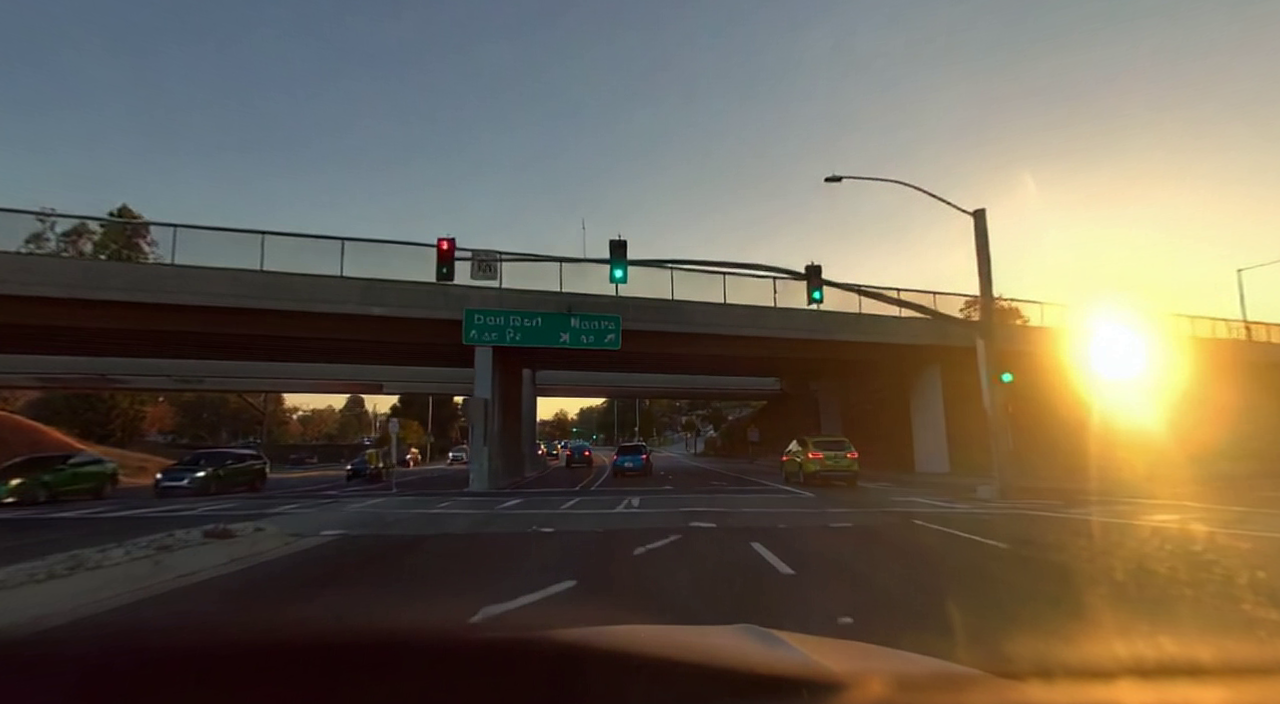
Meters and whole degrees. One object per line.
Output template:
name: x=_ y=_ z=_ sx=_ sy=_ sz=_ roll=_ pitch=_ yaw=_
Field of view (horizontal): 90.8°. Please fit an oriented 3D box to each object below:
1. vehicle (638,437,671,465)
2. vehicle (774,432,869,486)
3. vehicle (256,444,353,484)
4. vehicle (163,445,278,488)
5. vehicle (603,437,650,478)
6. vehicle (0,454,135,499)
vehicle: x=1.128 y=7.406 z=47.461 sx=2.342 sy=2.026 sz=4.642 roll=-1 pitch=-8 yaw=3
vehicle: x=6.491 y=3.869 z=23.204 sx=2.074 sy=1.785 sz=4.320 roll=0 pitch=-8 yaw=-2
vehicle: x=-16.374 y=5.460 z=31.204 sx=2.132 sy=1.664 sz=4.720 roll=-2 pitch=-8 yaw=2
vehicle: x=-19.240 y=5.214 z=29.324 sx=1.990 sy=1.789 sz=4.973 roll=0 pitch=-8 yaw=-2
vehicle: x=-0.559 y=4.989 z=30.215 sx=2.060 sy=1.768 sz=4.681 roll=0 pitch=-8 yaw=1
vehicle: x=-23.403 y=4.994 z=25.705 sx=1.849 sy=1.539 sz=4.665 roll=0 pitch=-8 yaw=-1
